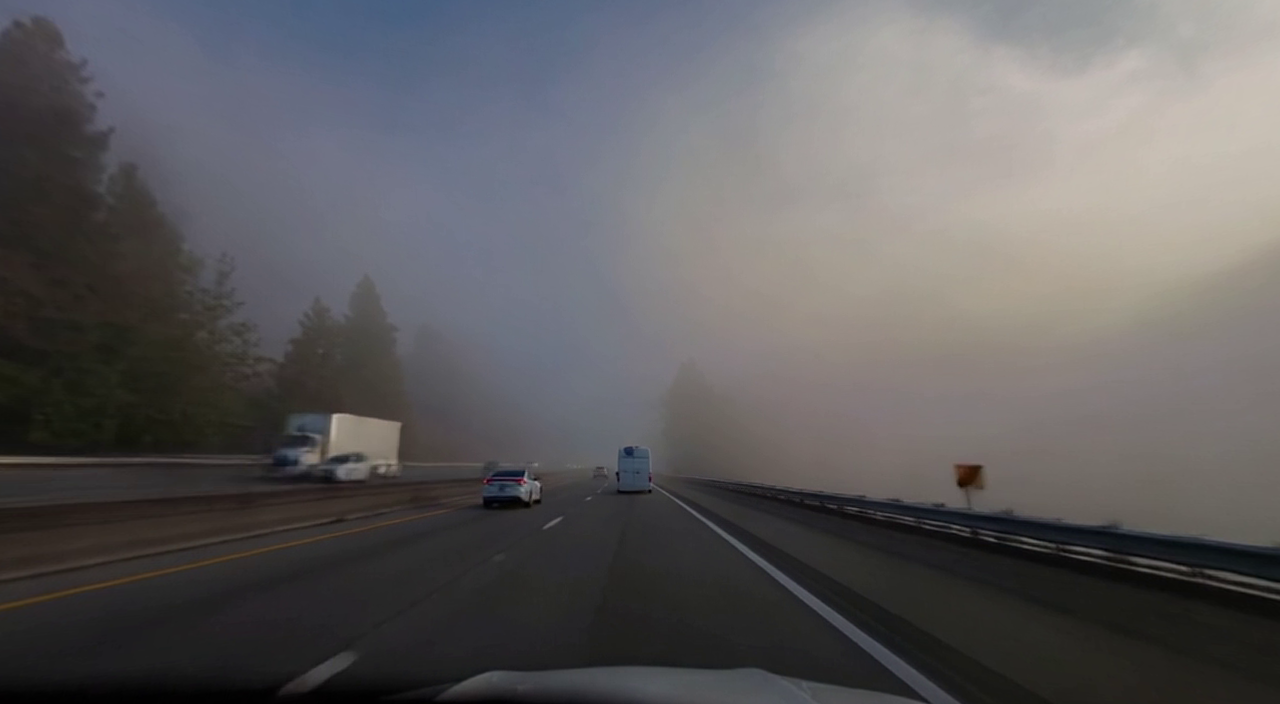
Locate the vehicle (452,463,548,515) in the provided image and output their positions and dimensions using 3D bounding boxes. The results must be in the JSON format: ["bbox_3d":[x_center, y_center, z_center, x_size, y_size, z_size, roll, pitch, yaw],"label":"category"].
[{"bbox_3d":[-4.515,4.508,21.107,2.128,1.491,4.508,1,-10,1],"label":"vehicle"}]

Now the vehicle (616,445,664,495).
[{"bbox_3d":[-0.038,6.654,35.549,2.482,2.549,5.447,1,-10,-1],"label":"vehicle"}]

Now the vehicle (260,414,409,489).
[{"bbox_3d":[-13.198,4.530,28.180,2.603,2.806,7.980,1,-10,0],"label":"vehicle"}]
